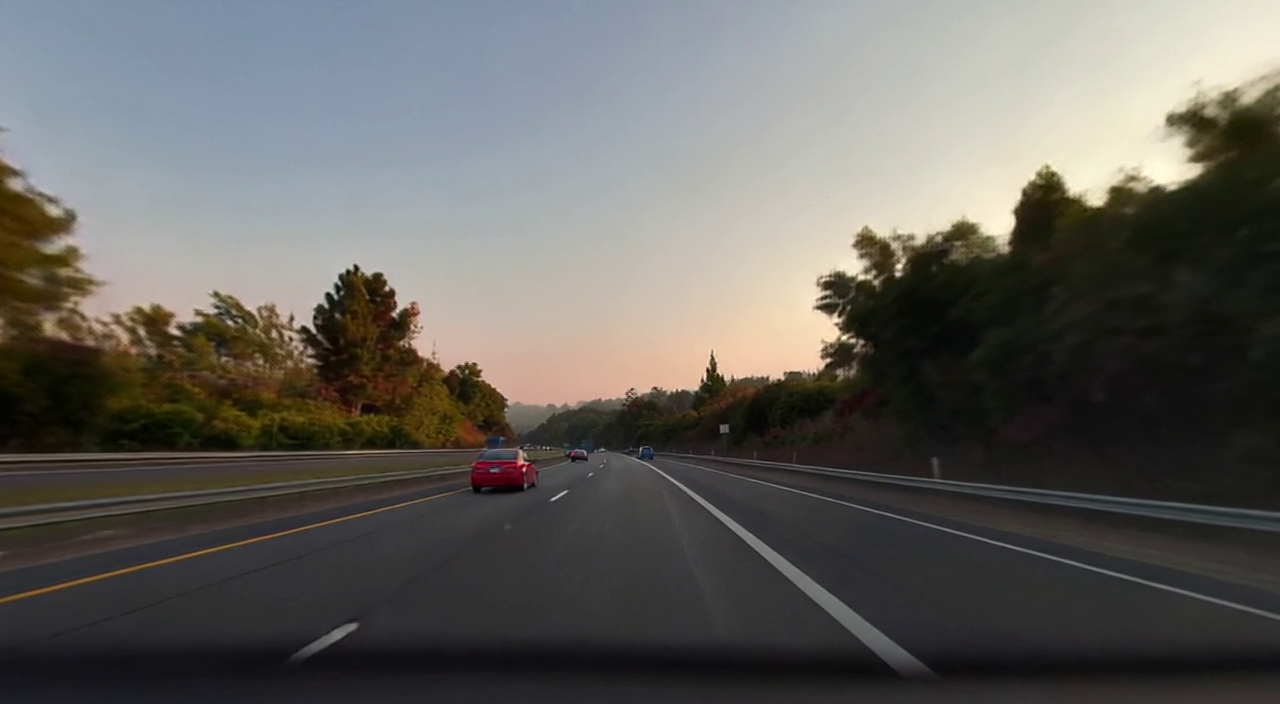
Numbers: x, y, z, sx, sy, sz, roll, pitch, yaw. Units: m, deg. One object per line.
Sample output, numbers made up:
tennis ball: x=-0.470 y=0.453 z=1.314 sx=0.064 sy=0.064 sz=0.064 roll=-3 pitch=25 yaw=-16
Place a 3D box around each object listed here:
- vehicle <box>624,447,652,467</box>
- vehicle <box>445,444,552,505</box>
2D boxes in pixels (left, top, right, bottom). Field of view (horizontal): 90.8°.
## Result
vehicle: x=-0.202 y=8.228 z=49.458 sx=2.031 sy=1.483 sz=3.417 roll=0 pitch=-9 yaw=-2
vehicle: x=-3.917 y=3.466 z=18.393 sx=1.957 sy=1.499 sz=4.965 roll=0 pitch=-9 yaw=0
